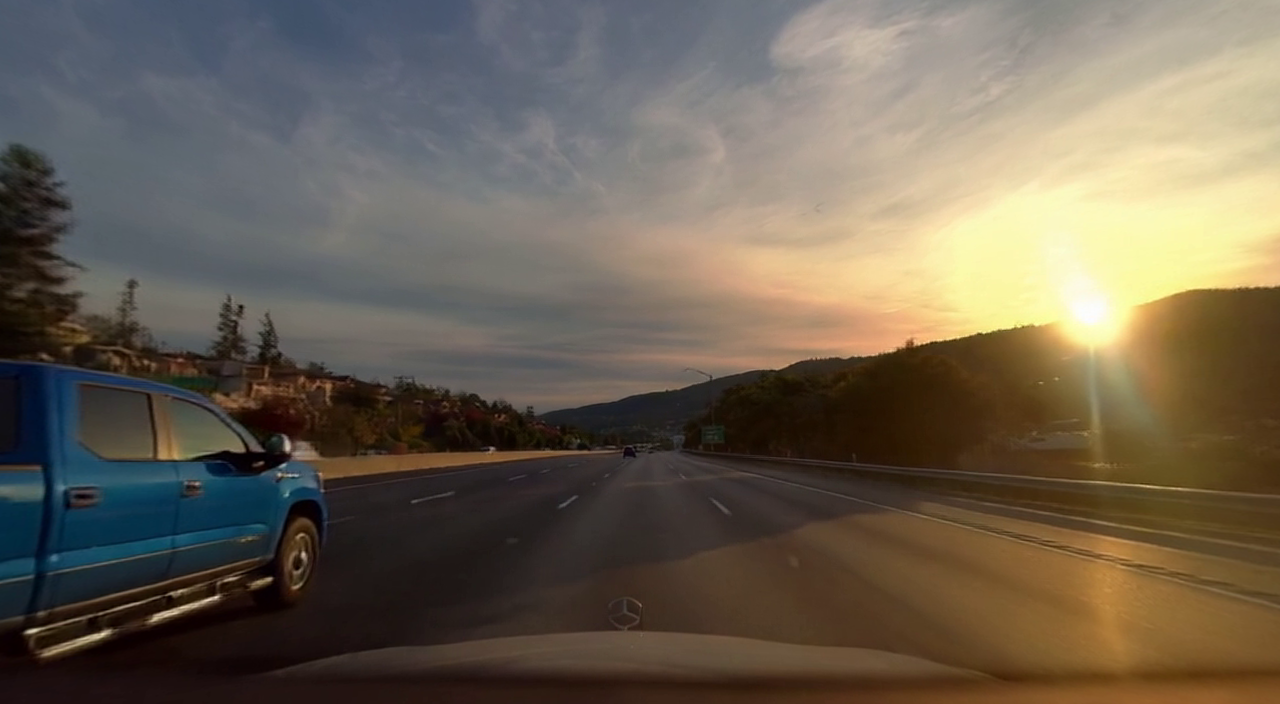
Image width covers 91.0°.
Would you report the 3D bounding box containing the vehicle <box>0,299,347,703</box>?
[{"bbox_3d":[-3.507,0.732,2.438,2.202,1.836,5.009,0,-9,1],"label":"vehicle"}]
